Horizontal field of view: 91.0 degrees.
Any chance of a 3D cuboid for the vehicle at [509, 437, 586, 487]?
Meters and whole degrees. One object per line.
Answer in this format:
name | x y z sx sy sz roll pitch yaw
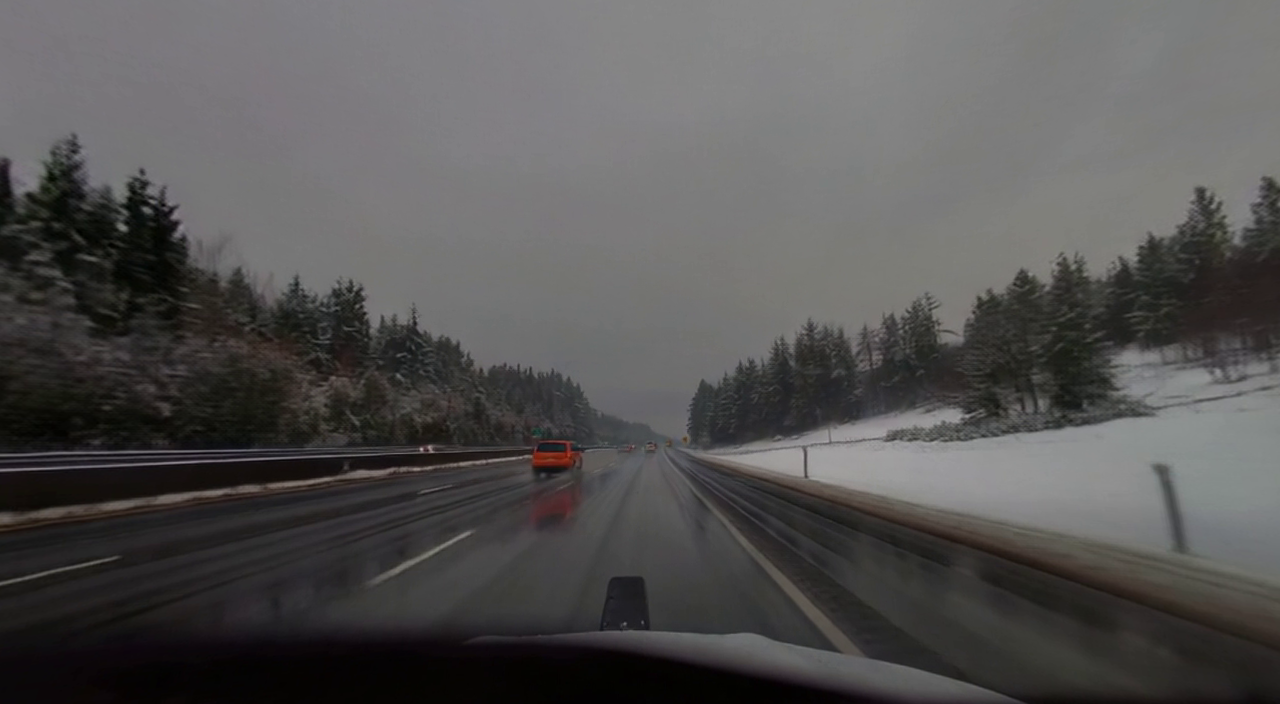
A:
vehicle | -3.137 3.828 22.232 2.015 1.561 4.469 0 -8 0
